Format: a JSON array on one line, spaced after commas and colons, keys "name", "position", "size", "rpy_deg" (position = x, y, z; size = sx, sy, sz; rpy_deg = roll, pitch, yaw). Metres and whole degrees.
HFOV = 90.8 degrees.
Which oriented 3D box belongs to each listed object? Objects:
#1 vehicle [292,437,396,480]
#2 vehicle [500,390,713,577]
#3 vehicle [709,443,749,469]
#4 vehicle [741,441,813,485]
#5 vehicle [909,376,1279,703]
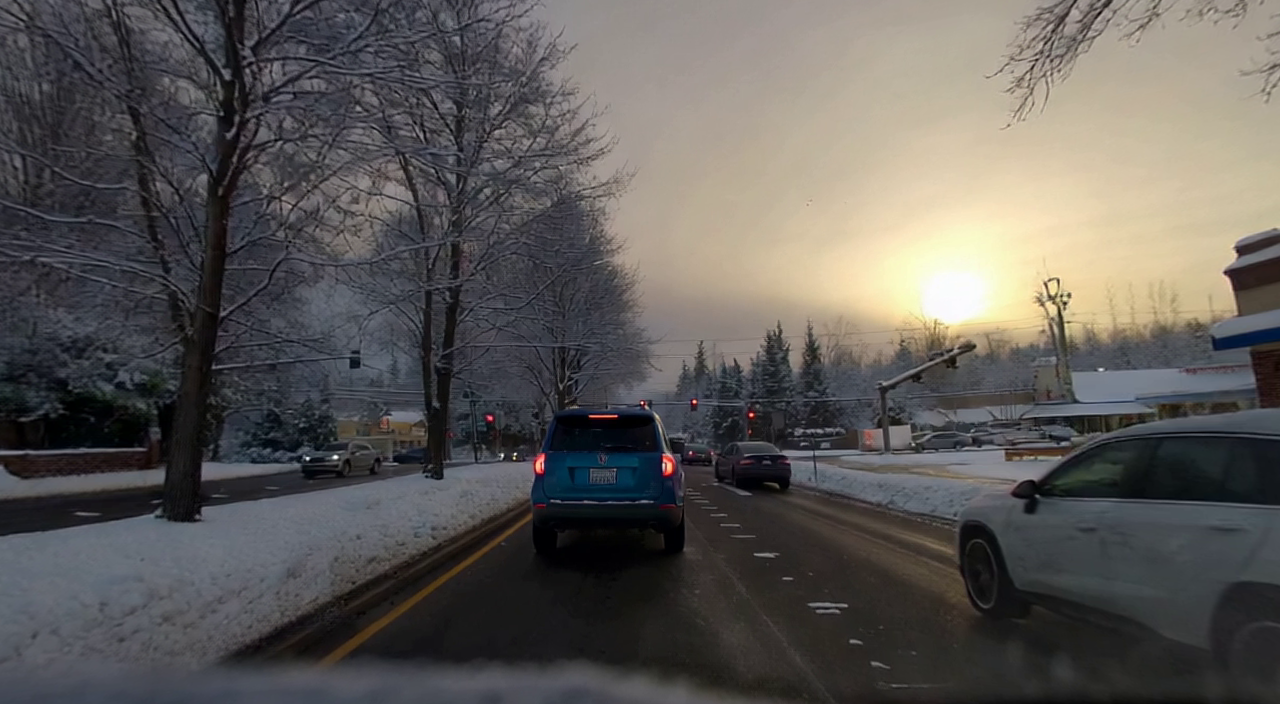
[{"name": "vehicle", "position": [-12.702, 4.598, 27.520], "size": [2.108, 1.683, 4.861], "rpy_deg": [0, -9, 0]}, {"name": "vehicle", "position": [-0.301, 1.646, 8.661], "size": [2.096, 1.837, 4.687], "rpy_deg": [0, -9, 1]}, {"name": "vehicle", "position": [5.380, 6.329, 38.685], "size": [1.923, 1.498, 4.326], "rpy_deg": [0, -9, 2]}, {"name": "vehicle", "position": [5.082, 4.166, 24.014], "size": [1.883, 1.496, 4.236], "rpy_deg": [0, -9, 1]}, {"name": "vehicle", "position": [3.495, 1.024, 3.357], "size": [2.098, 1.555, 4.778], "rpy_deg": [0, -9, 1]}]
